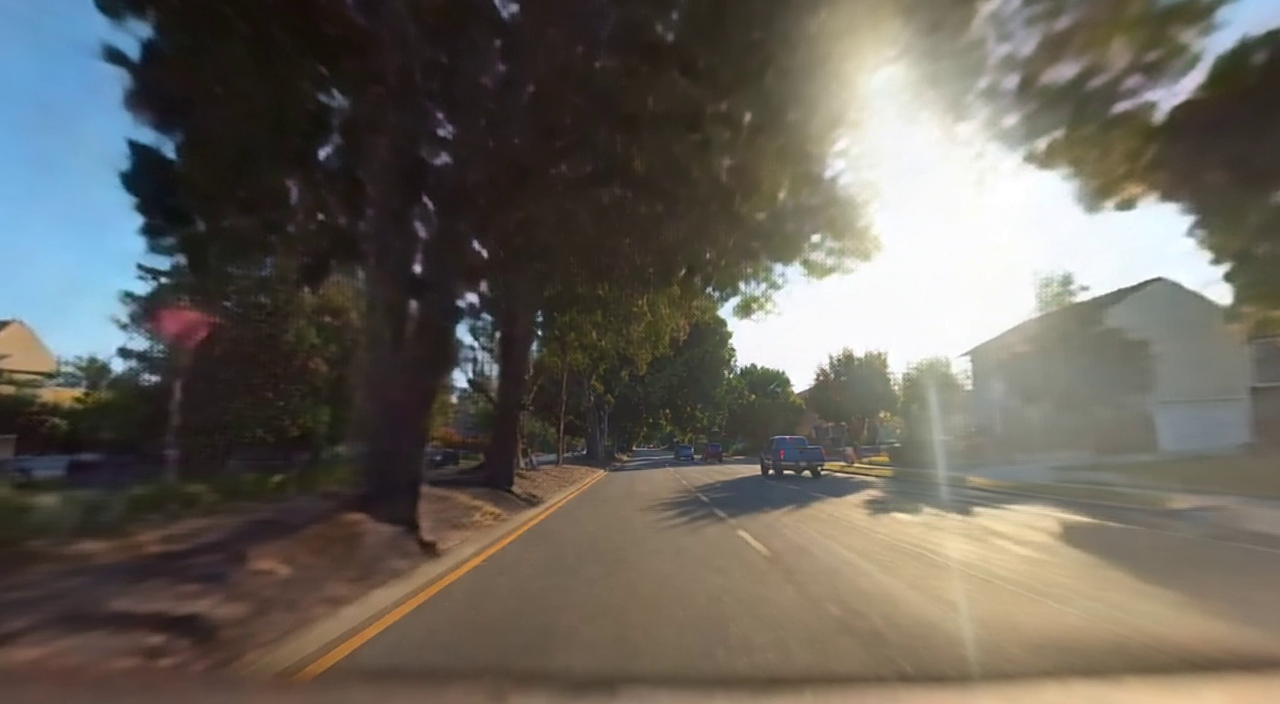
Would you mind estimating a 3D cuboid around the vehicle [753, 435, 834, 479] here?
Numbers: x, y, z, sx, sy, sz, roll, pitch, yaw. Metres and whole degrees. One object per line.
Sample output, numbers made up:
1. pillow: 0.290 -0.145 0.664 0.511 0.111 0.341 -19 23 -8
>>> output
1. vehicle: 6.832 4.762 28.791 2.262 1.769 5.666 0 -9 0
